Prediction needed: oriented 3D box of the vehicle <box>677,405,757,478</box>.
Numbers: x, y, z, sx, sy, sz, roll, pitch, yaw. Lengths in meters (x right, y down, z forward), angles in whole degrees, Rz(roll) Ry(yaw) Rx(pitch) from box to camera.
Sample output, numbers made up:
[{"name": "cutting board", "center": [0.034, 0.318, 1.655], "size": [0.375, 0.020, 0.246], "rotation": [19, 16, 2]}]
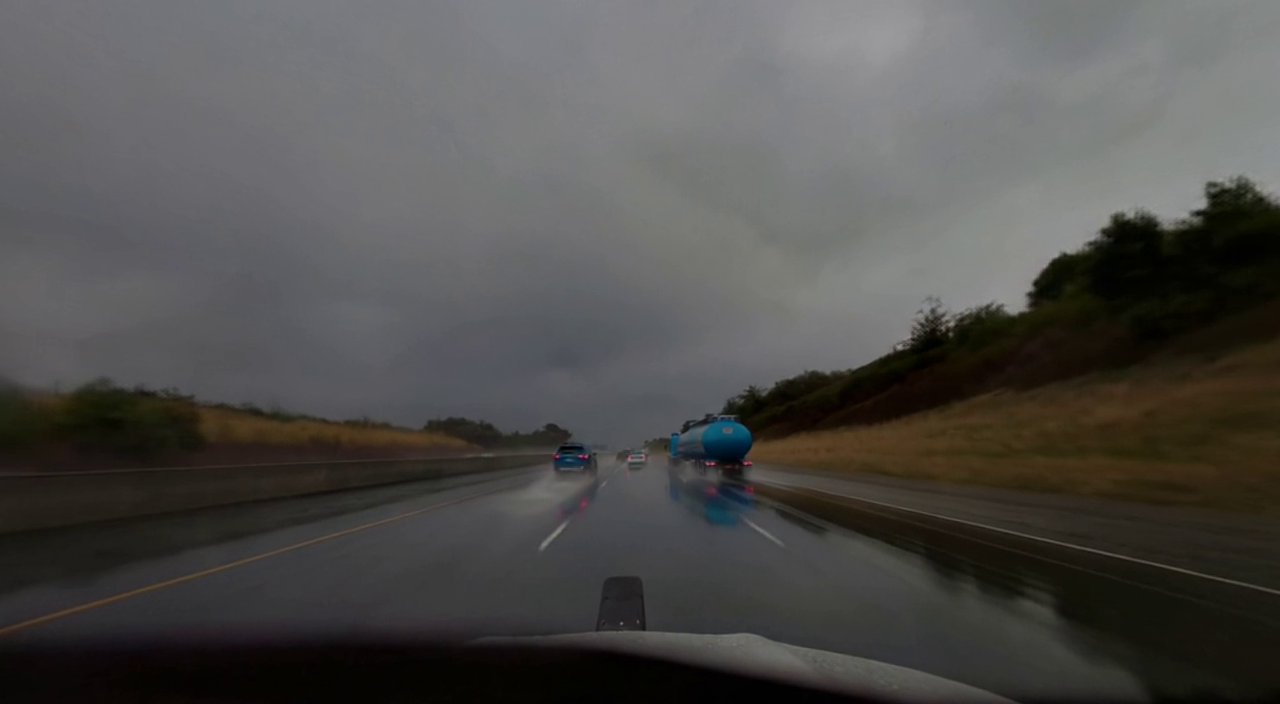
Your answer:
[{"name": "vehicle", "center": [4.237, 5.507, 38.445], "size": [2.889, 3.606, 13.832], "rotation": [0, -9, -1]}]

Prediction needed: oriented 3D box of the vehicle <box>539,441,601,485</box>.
[{"name": "vehicle", "center": [-3.058, 4.966, 28.590], "size": [2.258, 1.805, 4.665], "rotation": [-1, -9, 1]}]
